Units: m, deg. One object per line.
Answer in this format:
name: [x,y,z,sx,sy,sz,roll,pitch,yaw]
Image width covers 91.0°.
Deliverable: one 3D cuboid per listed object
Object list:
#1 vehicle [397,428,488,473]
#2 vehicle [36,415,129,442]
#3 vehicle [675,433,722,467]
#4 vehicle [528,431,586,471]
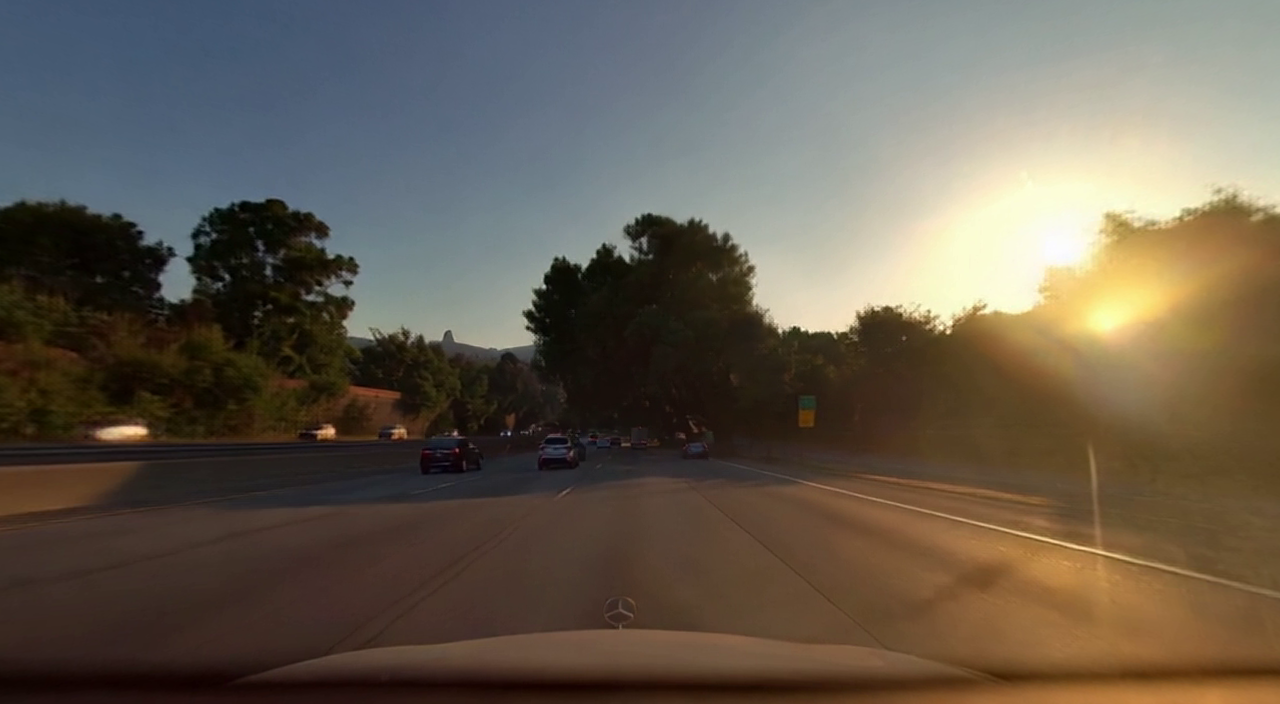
vehicle: [-8.129,4.123,26.462,2.237,1.703,4.681,0,-9,0]
vehicle: [-31.903,4.433,36.161,1.800,1.439,3.761,0,-9,2]
vehicle: [3.086,5.297,33.953,2.053,1.698,4.097,0,-9,-1]
vehicle: [-3.643,4.462,28.446,2.002,1.680,4.301,0,-9,0]
